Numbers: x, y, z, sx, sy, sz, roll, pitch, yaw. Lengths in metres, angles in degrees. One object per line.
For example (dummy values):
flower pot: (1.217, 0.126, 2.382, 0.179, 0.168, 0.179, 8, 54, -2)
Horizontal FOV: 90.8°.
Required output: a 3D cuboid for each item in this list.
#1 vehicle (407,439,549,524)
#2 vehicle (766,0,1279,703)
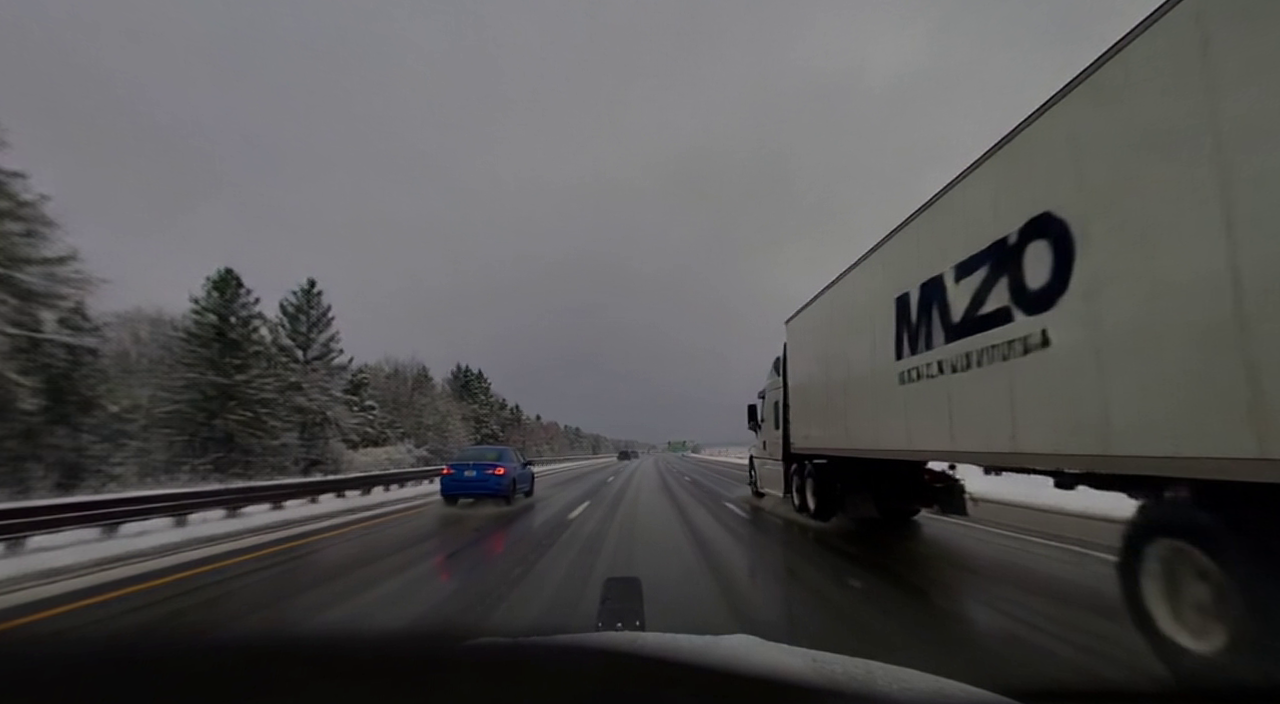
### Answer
vehicle: (-3.296, 2.725, 13.815, 1.945, 1.537, 4.294, 0, -9, 1)
vehicle: (4.442, 0.550, 7.653, 2.832, 4.034, 13.924, 0, -9, -1)
